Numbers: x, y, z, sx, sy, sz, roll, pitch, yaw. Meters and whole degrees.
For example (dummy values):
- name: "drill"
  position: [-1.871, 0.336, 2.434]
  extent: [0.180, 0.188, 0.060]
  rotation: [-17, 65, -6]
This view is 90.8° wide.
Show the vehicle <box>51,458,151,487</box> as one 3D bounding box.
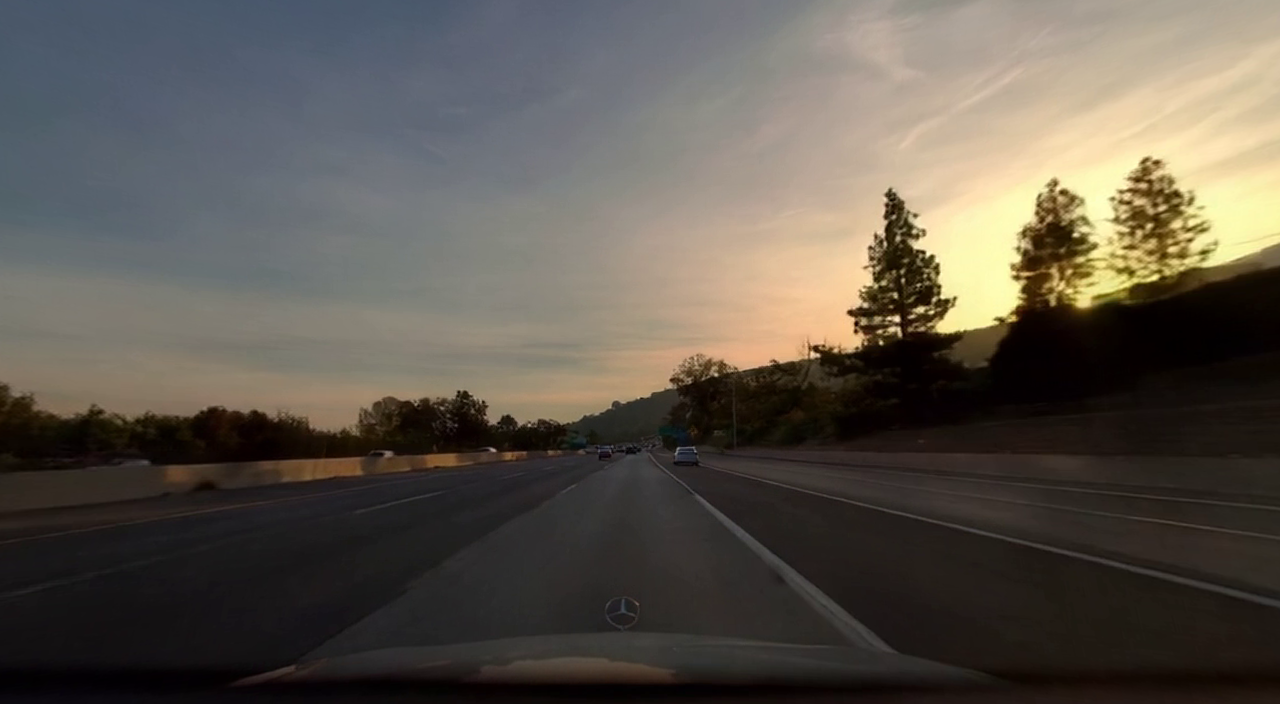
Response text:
- name: "vehicle"
  position: [-38.232, 8.538, 45.062]
  extent: [2.077, 1.826, 5.724]
  rotation: [0, -9, 0]

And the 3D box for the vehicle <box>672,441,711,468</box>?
- name: "vehicle"
  position: [3.409, 6.916, 42.746]
  extent: [2.130, 1.677, 4.317]
  rotation: [0, -9, -1]
